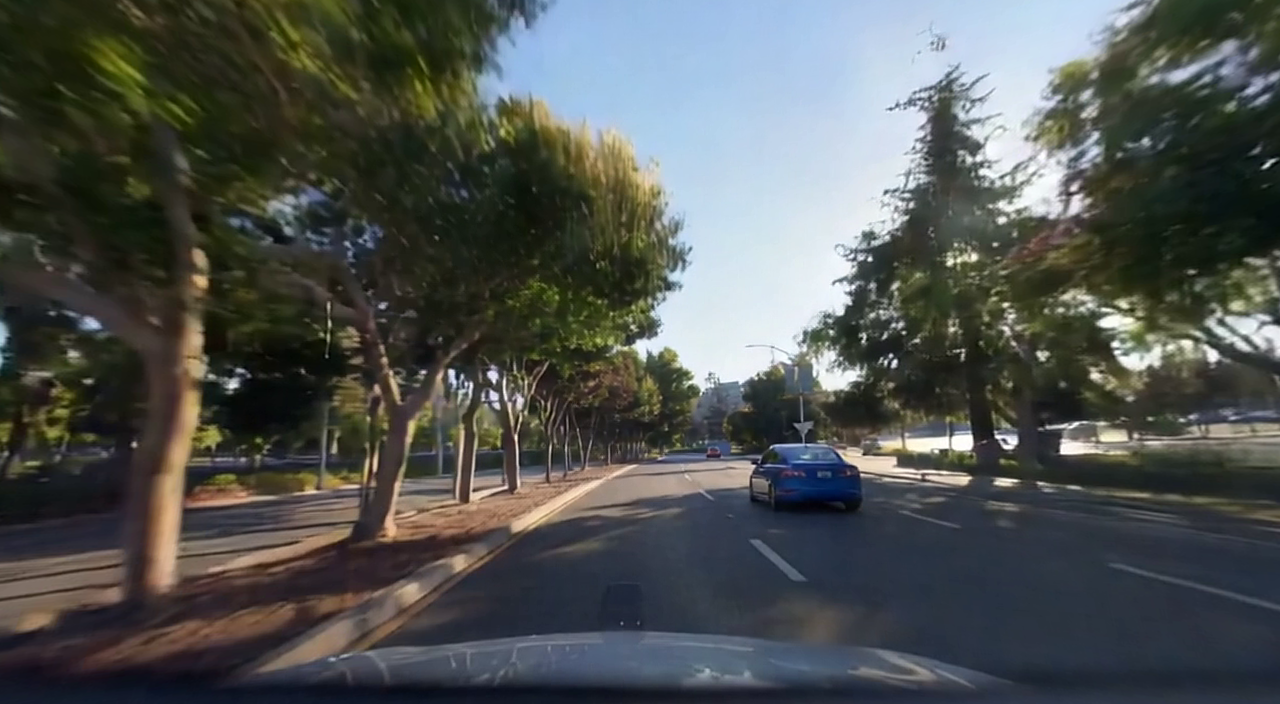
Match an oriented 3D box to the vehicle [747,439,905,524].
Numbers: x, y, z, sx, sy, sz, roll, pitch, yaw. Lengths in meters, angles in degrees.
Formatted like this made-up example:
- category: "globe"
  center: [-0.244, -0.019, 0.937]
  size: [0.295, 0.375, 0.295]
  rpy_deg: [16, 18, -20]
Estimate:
- category: "vehicle"
  center: [3.680, 2.641, 13.492]
  size: [1.928, 1.481, 4.453]
  rpy_deg: [0, -9, -1]
